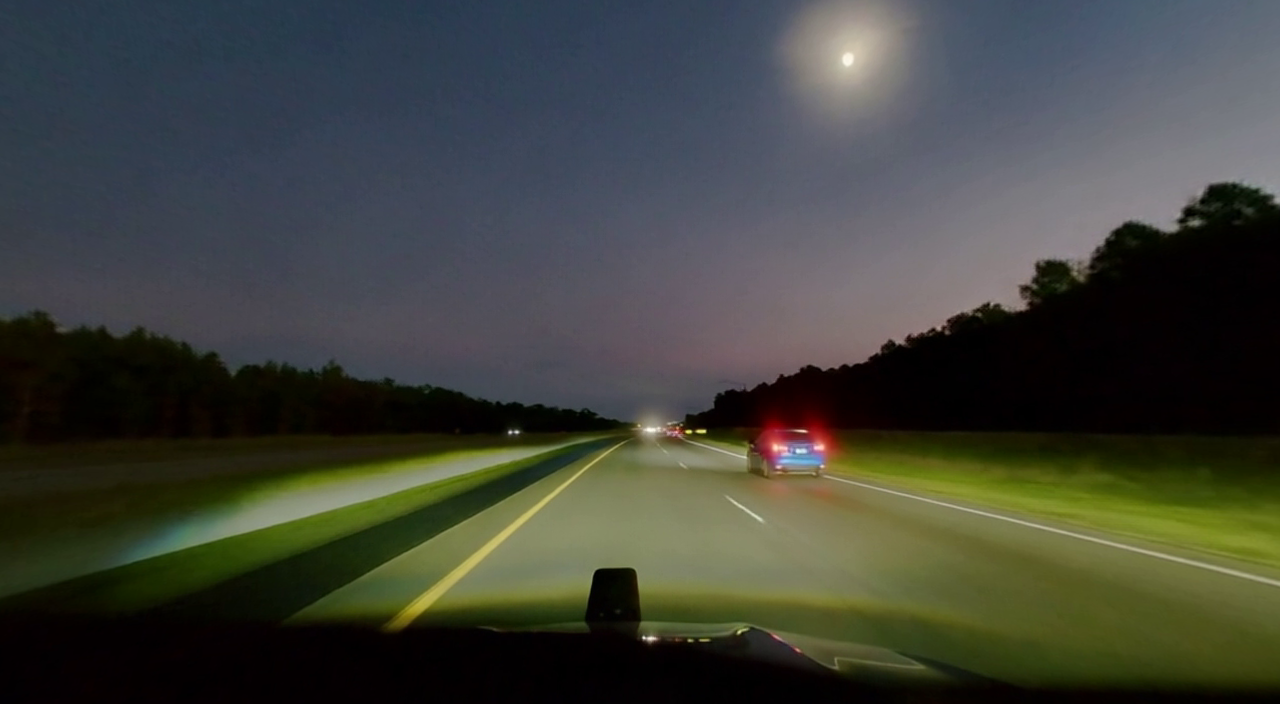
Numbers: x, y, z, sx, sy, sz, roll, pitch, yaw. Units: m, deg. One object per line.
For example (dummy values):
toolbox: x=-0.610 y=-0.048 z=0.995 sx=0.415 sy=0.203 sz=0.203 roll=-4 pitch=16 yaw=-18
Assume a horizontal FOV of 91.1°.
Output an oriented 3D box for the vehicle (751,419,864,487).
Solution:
vehicle: x=4.070 y=2.500 z=15.916 sx=1.765 sy=1.510 sz=3.762 roll=0 pitch=-8 yaw=-1
